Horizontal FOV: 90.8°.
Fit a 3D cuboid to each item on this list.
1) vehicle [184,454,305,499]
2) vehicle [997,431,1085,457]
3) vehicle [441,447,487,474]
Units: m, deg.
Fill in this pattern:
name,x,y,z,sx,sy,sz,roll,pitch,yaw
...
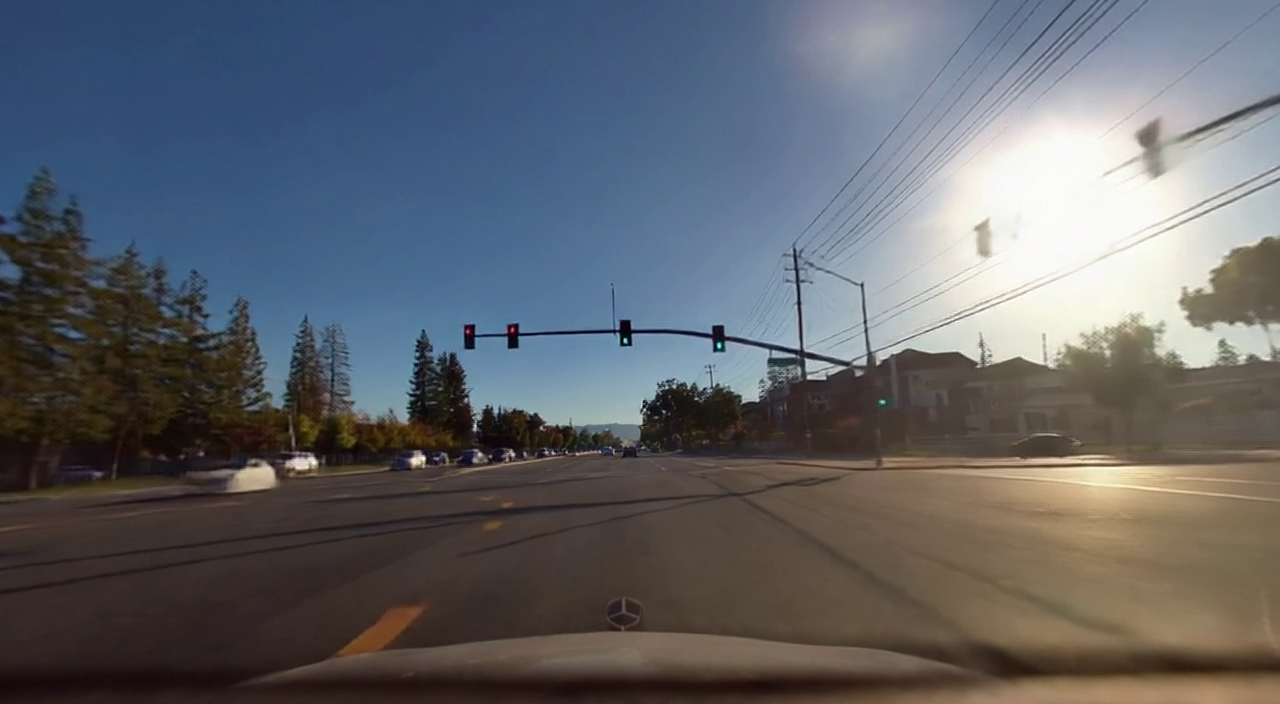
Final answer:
name,x,y,z,sx,sy,sz,roll,pitch,yaw
vehicle,-15.154,4.761,24.539,1.891,1.484,4.441,-1,-9,-1
vehicle,24.944,5.755,39.345,4.439,1.454,1.842,-7,-10,34
vehicle,-12.169,7.466,43.888,1.912,1.509,4.425,-4,-7,-1
